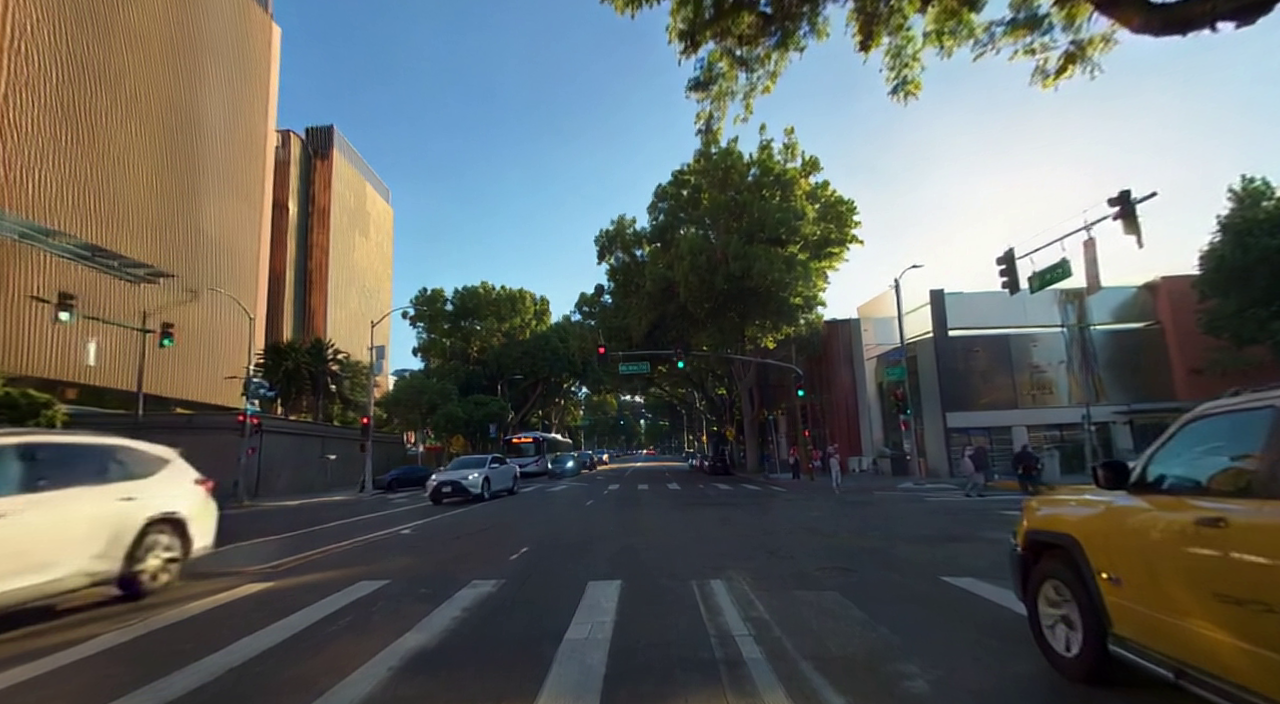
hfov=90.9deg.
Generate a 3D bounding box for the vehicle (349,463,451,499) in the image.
[{"bbox_3d":[-11.784,6.342,31.328,2.051,1.468,4.635,-3,-9,22],"label":"vehicle"}]

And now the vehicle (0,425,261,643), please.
[{"bbox_3d":[-6.047,1.584,5.980,1.990,1.710,4.507,0,-8,1],"label":"vehicle"}]

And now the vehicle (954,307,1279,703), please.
[{"bbox_3d":[3.278,0.714,1.756,2.118,1.848,5.426,0,-8,2],"label":"vehicle"}]

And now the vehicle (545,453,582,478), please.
[{"bbox_3d":[-5.357,8.022,44.635,1.997,1.610,4.144,0,-8,2],"label":"vehicle"}]

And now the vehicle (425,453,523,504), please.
[{"bbox_3d":[-5.478,4.222,21.519,1.956,1.457,4.958,0,-8,1],"label":"vehicle"}]
